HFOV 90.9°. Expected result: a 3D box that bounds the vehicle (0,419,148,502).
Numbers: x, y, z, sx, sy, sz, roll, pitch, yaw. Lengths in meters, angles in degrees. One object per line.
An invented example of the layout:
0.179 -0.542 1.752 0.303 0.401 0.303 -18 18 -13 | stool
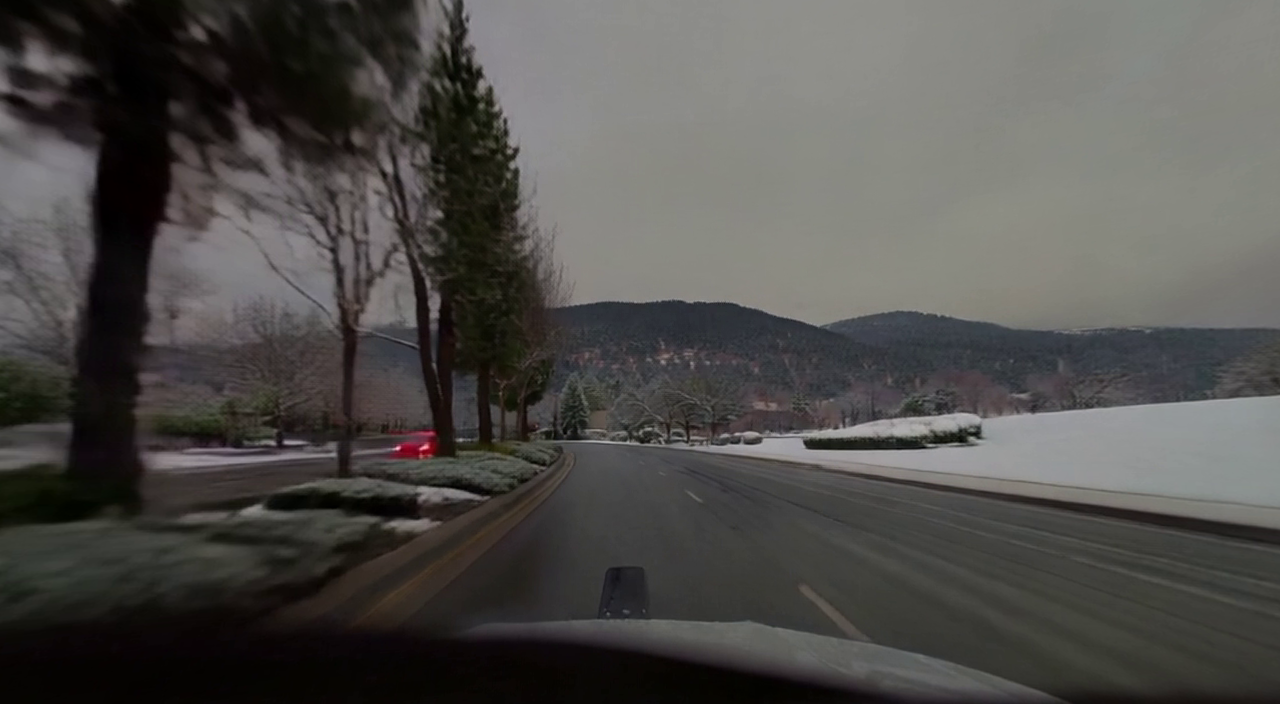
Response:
-13.369 2.357 13.887 1.809 1.592 4.060 0 -8 -1 | vehicle

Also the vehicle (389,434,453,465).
-11.090 4.967 32.204 2.055 1.471 4.317 1 -8 -5 | vehicle
